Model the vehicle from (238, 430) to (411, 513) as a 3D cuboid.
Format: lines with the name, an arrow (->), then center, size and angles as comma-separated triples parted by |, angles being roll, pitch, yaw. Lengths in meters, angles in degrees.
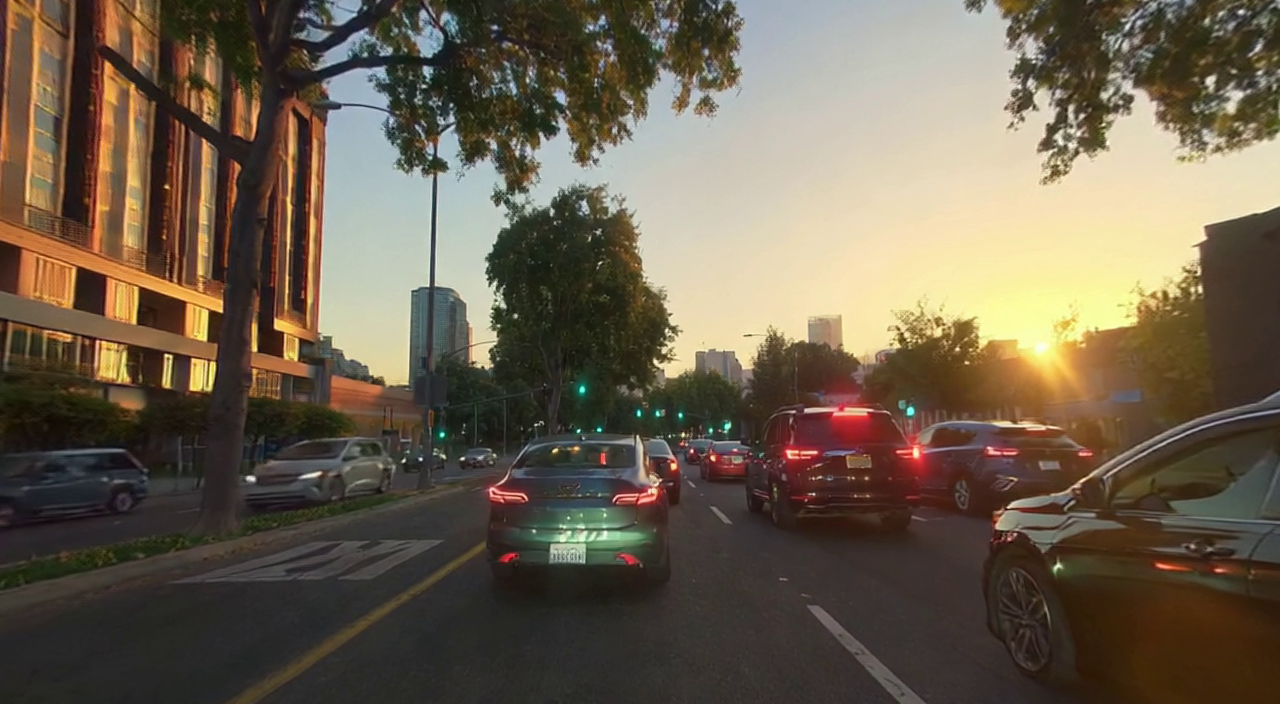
vehicle -> -8.668, 3.305, 18.009 | 2.111, 2.002, 5.330 | 0, -8, 1

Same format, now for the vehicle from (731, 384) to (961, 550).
vehicle -> 3.514, 2.149, 12.403 | 2.516, 2.481, 5.766 | 0, -8, -1

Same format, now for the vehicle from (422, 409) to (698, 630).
vehicle -> -0.573, 1.585, 6.901 | 2.111, 1.676, 4.018 | 0, -8, 1

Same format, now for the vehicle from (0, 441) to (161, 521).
vehicle -> -16.061, 3.465, 17.454 | 1.968, 1.917, 4.335 | 0, -8, 0

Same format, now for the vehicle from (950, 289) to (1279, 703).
vehicle -> 3.172, 0.776, 2.126 | 1.982, 1.960, 4.427 | 0, -8, 1
